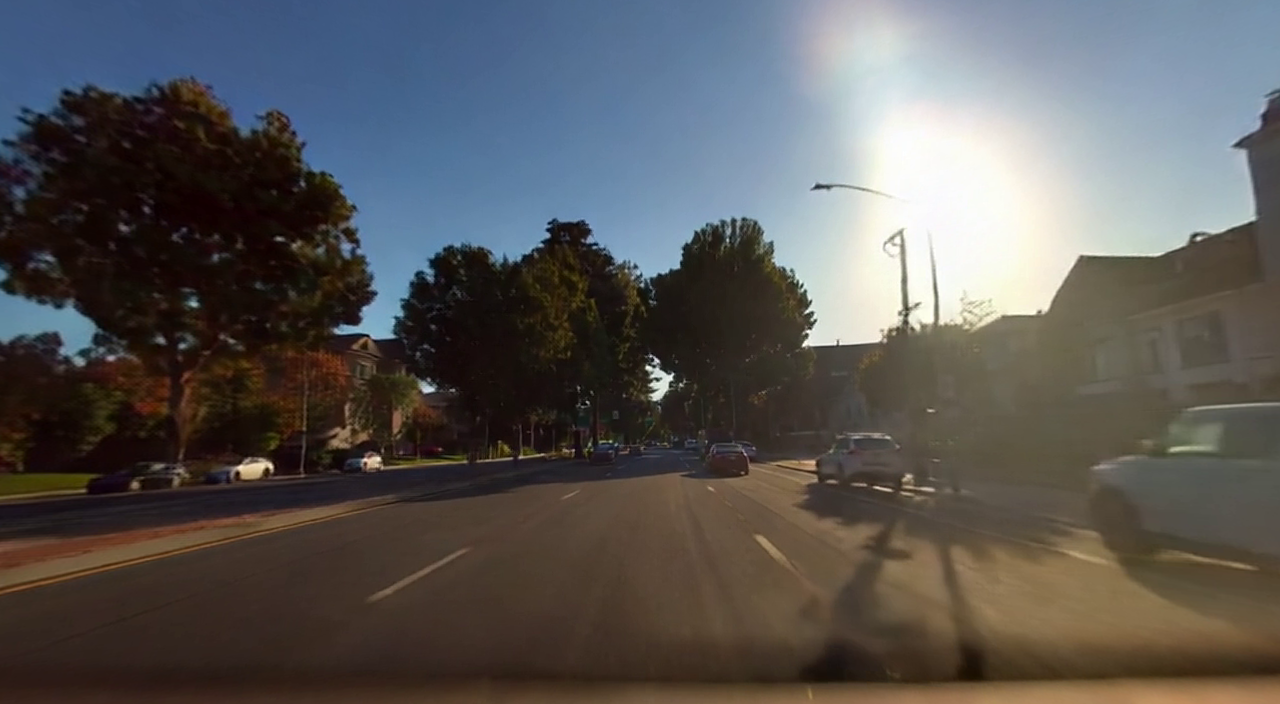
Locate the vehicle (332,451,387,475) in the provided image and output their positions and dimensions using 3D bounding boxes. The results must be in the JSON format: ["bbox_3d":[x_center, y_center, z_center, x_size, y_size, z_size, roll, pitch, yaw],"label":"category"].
[{"bbox_3d":[-21.555,8.508,48.674,1.883,1.671,4.779,0,-8,2],"label":"vehicle"}]

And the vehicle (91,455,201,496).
[{"bbox_3d":[-22.271,5.537,28.606,1.780,1.573,3.881,-3,-8,1],"label":"vehicle"}]

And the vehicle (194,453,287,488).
[{"bbox_3d":[-21.674,6.432,34.466,1.882,1.479,4.822,-6,-8,1],"label":"vehicle"}]

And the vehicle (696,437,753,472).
[{"bbox_3d":[3.876,4.764,29.611,2.128,1.502,4.572,0,-8,1],"label":"vehicle"}]

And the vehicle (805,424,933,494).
[{"bbox_3d":[6.808,3.230,19.455,2.092,1.849,5.068,0,-8,1],"label":"vehicle"}]

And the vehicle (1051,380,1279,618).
[{"bbox_3d":[6.395,1.217,5.111,2.213,1.949,5.907,1,-8,1],"label":"vehicle"}]
